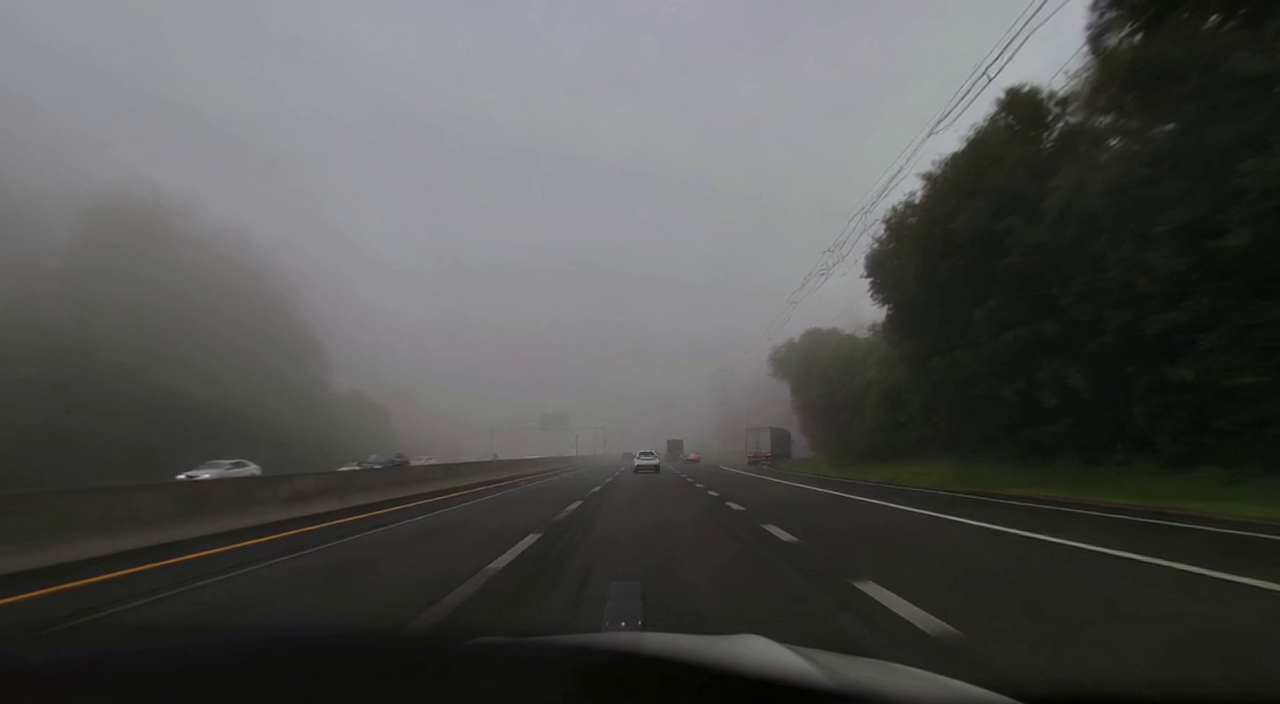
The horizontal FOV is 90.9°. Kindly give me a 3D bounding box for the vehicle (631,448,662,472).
[{"bbox_3d":[0.472,7.572,44.386,2.111,1.599,3.859,0,-9,1],"label":"vehicle"}]

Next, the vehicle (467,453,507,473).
[{"bbox_3d":[-11.498,8.353,47.653,1.903,1.432,4.475,0,-9,1],"label":"vehicle"}]

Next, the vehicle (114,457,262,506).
[{"bbox_3d":[-15.499,4.428,21.983,1.916,1.470,4.366,0,-9,0],"label":"vehicle"}]

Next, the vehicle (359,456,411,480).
[{"bbox_3d":[-18.896,8.597,46.865,1.801,1.638,4.739,0,-9,1],"label":"vehicle"}]
